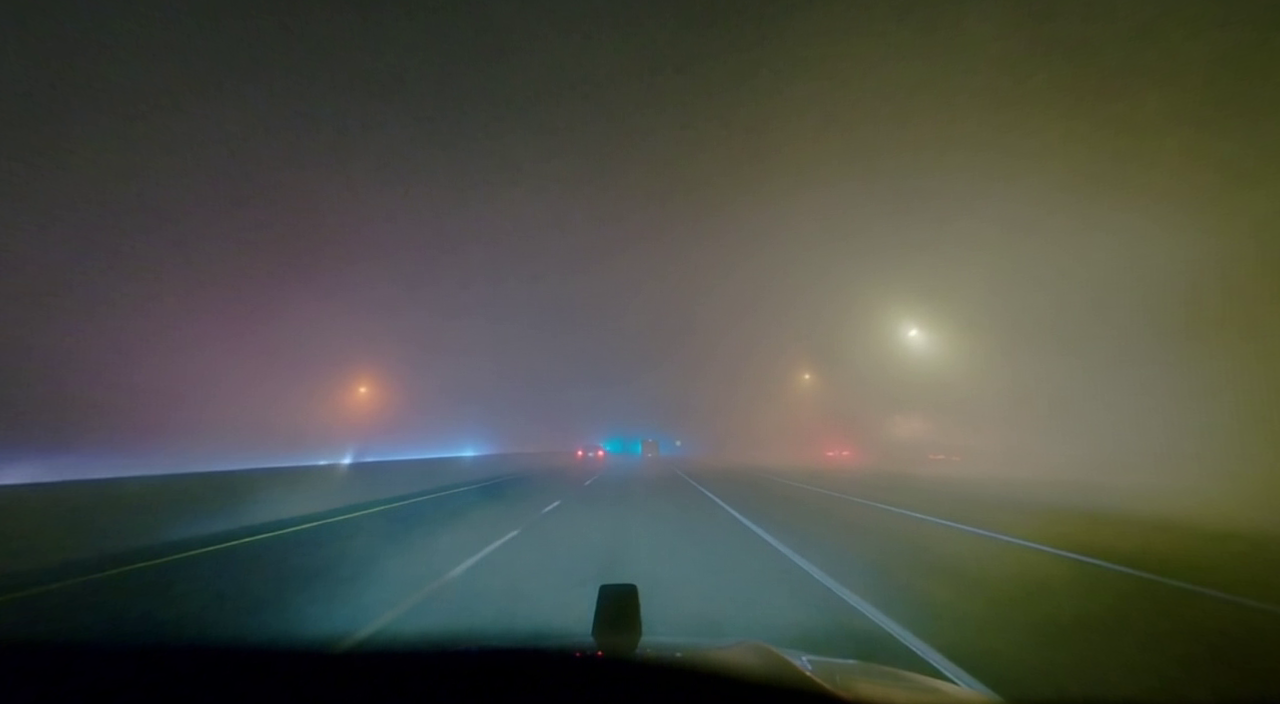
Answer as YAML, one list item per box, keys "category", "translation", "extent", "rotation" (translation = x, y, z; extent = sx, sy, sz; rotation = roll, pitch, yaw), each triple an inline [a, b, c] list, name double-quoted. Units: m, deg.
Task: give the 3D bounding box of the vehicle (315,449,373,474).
- category: "vehicle"
  translation: [-20.172, 7.466, 43.039]
  extent: [1.775, 1.523, 4.403]
  rotation: [0, -8, 1]

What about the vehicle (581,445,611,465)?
- category: "vehicle"
  translation: [-3.409, 8.048, 49.210]
  extent: [2.001, 1.521, 3.900]
  rotation: [-1, -9, 1]
